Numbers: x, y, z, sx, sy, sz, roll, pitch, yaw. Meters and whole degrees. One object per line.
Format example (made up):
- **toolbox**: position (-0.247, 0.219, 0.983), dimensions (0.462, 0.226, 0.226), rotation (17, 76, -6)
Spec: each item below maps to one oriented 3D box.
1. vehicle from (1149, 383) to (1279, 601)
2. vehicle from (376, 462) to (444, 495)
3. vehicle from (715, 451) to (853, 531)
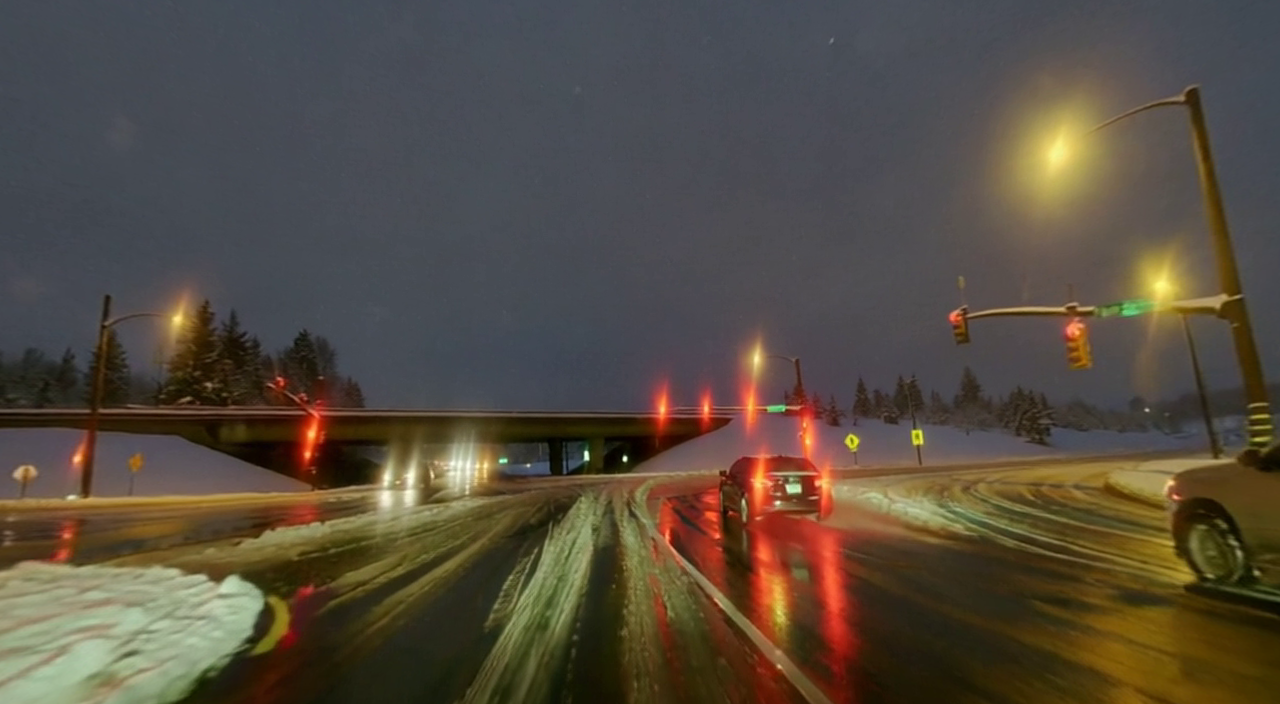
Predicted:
- **vehicle**: position (6.431, 1.004, 4.167), dimensions (2.007, 1.828, 4.896), rotation (0, -9, 0)
- **vehicle**: position (-13.052, 7.168, 36.224), dimensions (2.126, 1.506, 5.411), rotation (-3, -9, -3)
- **vehicle**: position (2.921, 2.909, 13.930), dimensions (1.909, 1.425, 4.521), rotation (0, -9, -1)
